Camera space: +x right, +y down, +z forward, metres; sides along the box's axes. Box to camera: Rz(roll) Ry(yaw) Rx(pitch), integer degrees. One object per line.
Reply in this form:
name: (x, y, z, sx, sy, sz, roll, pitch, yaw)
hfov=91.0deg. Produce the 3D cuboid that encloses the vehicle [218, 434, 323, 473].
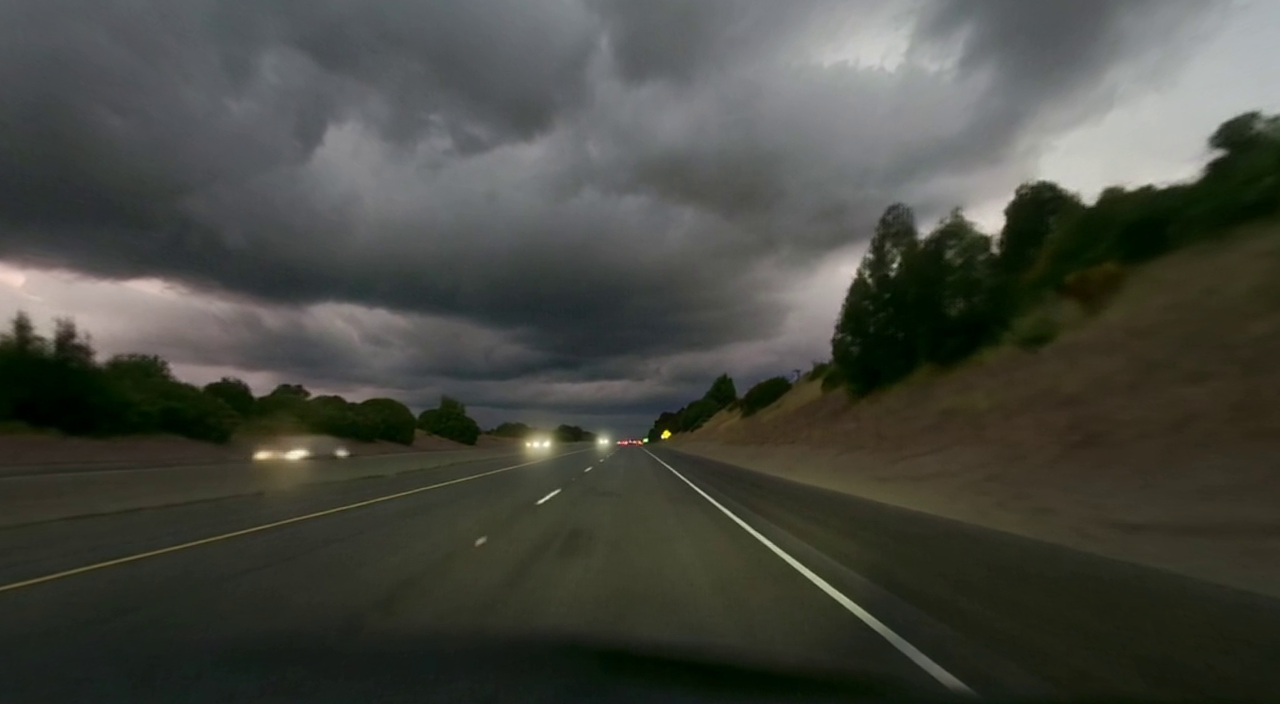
vehicle: (-15.011, 4.126, 25.843, 1.834, 1.447, 4.030, 0, -8, 0)
